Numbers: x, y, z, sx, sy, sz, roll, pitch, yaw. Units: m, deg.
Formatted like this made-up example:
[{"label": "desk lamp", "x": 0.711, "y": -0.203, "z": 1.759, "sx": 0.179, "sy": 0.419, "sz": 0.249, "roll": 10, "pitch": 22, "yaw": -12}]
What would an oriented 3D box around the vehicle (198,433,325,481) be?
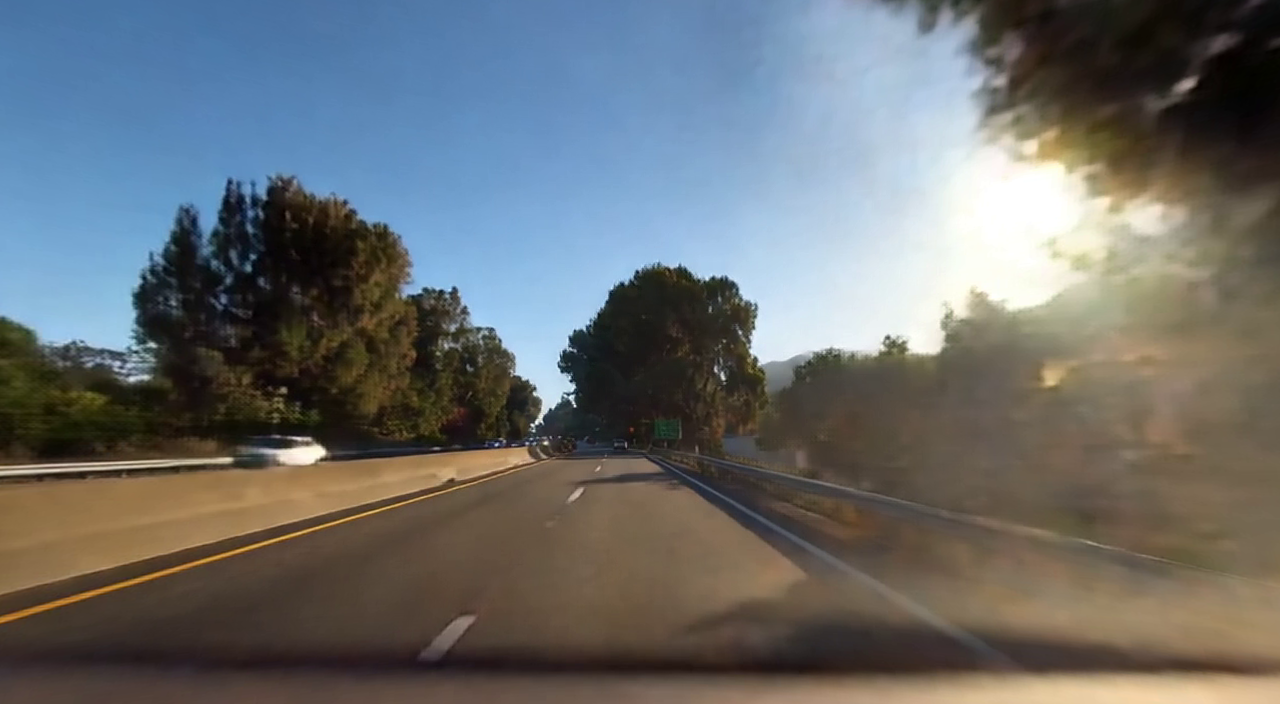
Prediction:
[{"label": "vehicle", "x": -13.014, "y": 3.618, "z": 22.015, "sx": 1.972, "sy": 1.503, "sz": 3.935, "roll": 0, "pitch": -8, "yaw": 0}]
